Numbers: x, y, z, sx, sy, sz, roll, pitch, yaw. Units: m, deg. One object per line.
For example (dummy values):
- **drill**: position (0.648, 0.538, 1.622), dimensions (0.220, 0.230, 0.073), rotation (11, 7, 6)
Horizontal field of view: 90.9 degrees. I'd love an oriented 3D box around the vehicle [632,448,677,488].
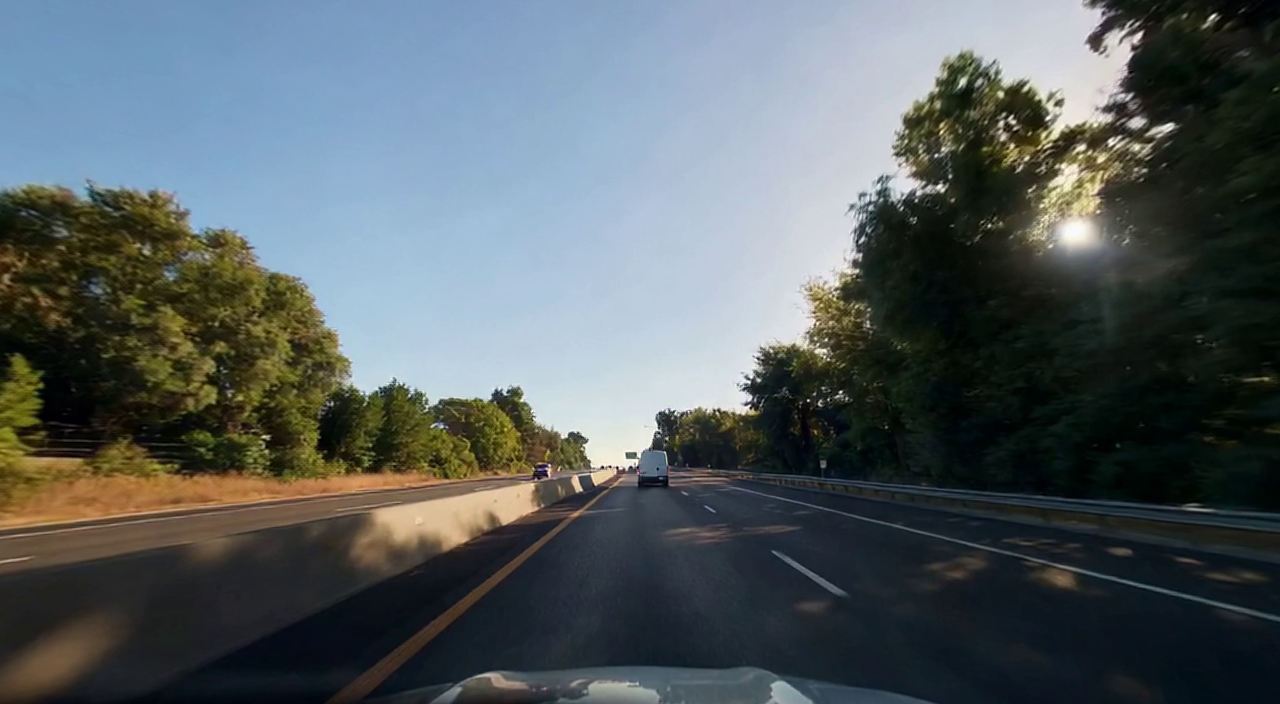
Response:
- **vehicle**: position (0.784, 6.894, 37.371), dimensions (2.429, 2.167, 4.558), rotation (1, -11, -2)
